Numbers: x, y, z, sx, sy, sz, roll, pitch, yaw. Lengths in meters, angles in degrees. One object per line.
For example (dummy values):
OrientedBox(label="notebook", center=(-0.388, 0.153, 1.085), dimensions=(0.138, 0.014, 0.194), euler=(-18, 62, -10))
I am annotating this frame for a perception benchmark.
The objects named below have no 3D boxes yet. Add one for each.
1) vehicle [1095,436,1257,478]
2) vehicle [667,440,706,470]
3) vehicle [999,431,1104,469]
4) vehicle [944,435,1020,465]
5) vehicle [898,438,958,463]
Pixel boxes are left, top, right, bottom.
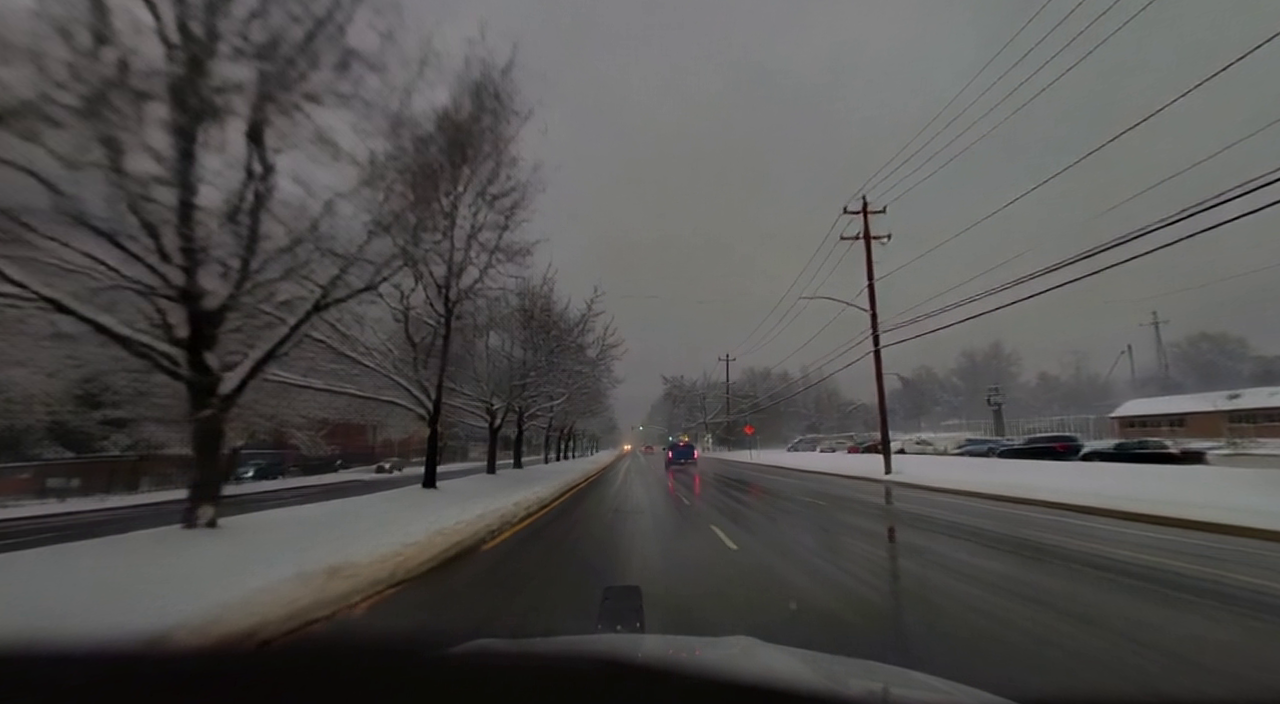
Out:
OrientedBox(label="vehicle", center=(20.168, 3.955, 24.128), dimensions=(1.980, 1.423, 4.793), euler=(0, -9, 0))
OrientedBox(label="vehicle", center=(2.935, 6.673, 41.205), dimensions=(2.086, 1.803, 4.607), euler=(0, -8, -1))
OrientedBox(label="vehicle", center=(20.228, 4.830, 31.348), dimensions=(1.983, 1.730, 4.563), euler=(0, -9, -2))
OrientedBox(label="vehicle", center=(20.205, 5.822, 37.576), dimensions=(1.896, 1.656, 4.653), euler=(0, -9, -1))
OrientedBox(label="vehicle", center=(20.000, 6.838, 44.103), dimensions=(2.021, 1.640, 4.620), euler=(0, -8, 0))
